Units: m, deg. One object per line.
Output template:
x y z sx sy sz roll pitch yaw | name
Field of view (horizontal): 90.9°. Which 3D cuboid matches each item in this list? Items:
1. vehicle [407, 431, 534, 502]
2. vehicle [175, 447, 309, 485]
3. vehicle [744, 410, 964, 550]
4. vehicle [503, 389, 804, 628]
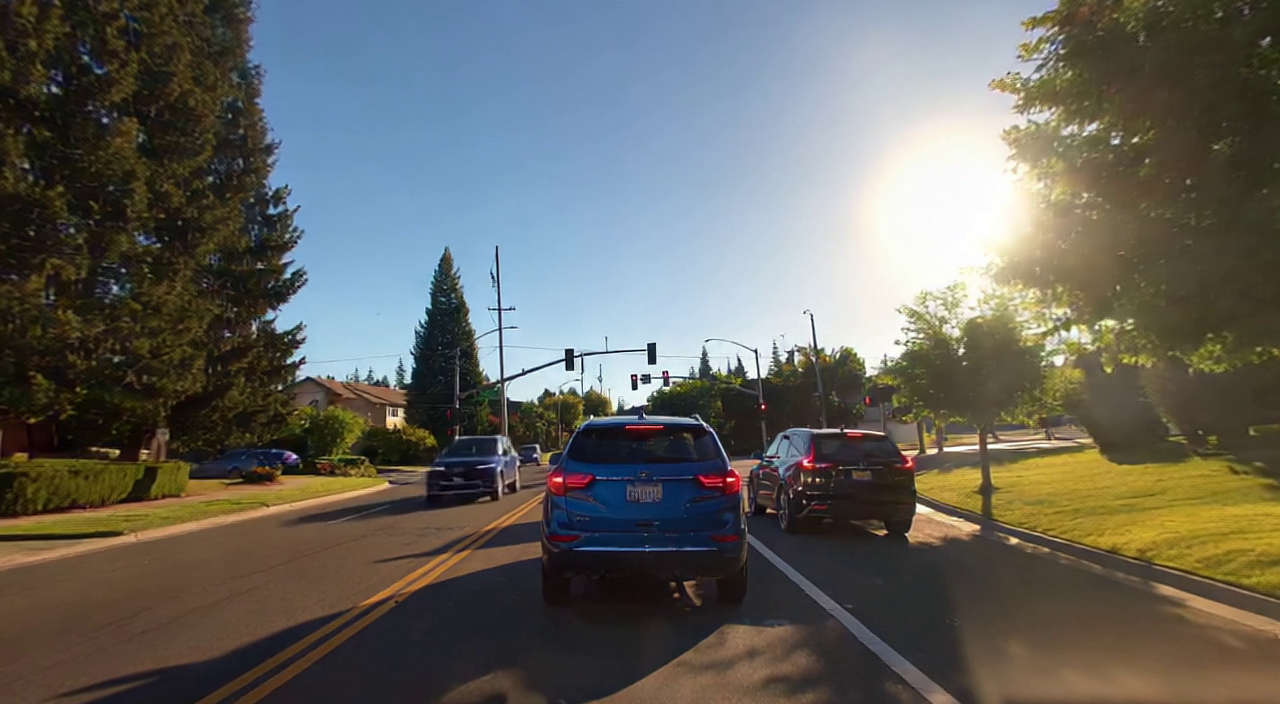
-4.540 3.141 17.775 2.292 1.711 4.541 0 -8 0 | vehicle
-16.145 4.639 25.717 4.245 1.446 1.827 0 -8 1 | vehicle
3.080 1.935 10.208 1.967 1.756 4.281 0 -8 -1 | vehicle
0.066 1.424 6.660 2.151 1.695 4.100 0 -8 -1 | vehicle
